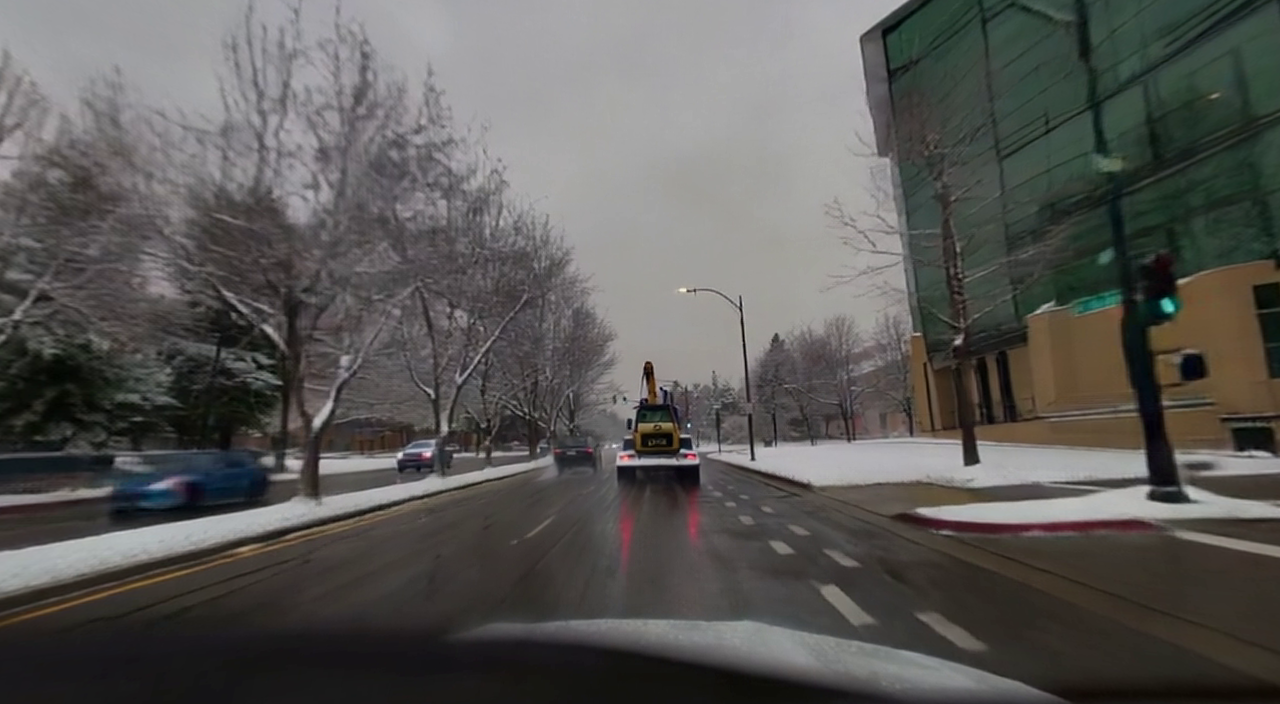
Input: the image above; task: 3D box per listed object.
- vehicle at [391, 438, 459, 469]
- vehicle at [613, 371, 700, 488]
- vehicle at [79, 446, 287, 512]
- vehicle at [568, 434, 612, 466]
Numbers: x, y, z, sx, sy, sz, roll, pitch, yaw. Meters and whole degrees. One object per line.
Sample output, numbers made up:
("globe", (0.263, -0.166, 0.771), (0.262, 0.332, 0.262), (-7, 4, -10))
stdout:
("vehicle", (-14.288, 6.774, 42.327), (2.225, 1.946, 6.187), (0, -9, 2))
("vehicle", (0.442, 3.106, 24.527), (2.552, 3.461, 11.044), (-1, -8, -1))
("vehicle", (-11.875, 3.278, 16.915), (1.939, 1.496, 4.678), (0, -9, 2))
("vehicle", (-2.779, 5.626, 36.313), (2.081, 1.688, 4.235), (0, -9, 2))
